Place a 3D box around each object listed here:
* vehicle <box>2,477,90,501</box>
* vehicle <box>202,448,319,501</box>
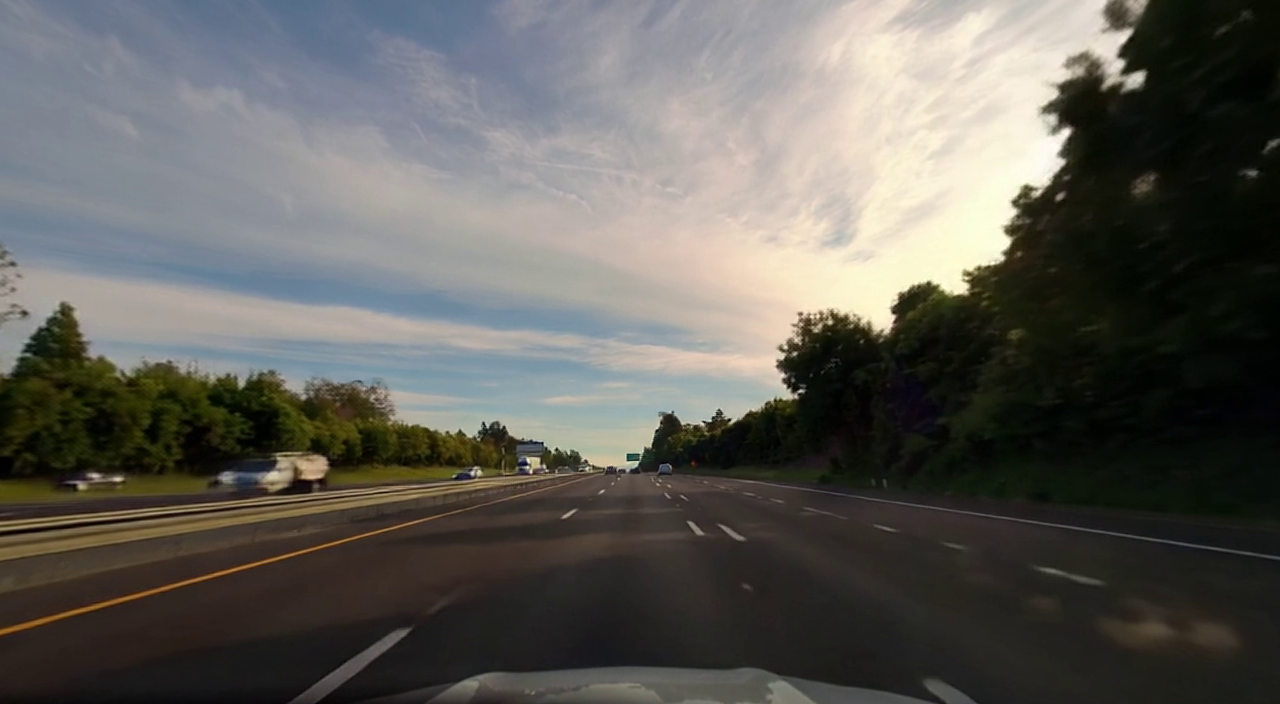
[{"bbox_3d":[-40.755,9.388,43.235,1.813,1.484,4.336,1,-10,0],"label":"vehicle"},{"bbox_3d":[-20.614,6.706,34.581,2.548,2.580,6.084,1,-10,0],"label":"vehicle"}]
